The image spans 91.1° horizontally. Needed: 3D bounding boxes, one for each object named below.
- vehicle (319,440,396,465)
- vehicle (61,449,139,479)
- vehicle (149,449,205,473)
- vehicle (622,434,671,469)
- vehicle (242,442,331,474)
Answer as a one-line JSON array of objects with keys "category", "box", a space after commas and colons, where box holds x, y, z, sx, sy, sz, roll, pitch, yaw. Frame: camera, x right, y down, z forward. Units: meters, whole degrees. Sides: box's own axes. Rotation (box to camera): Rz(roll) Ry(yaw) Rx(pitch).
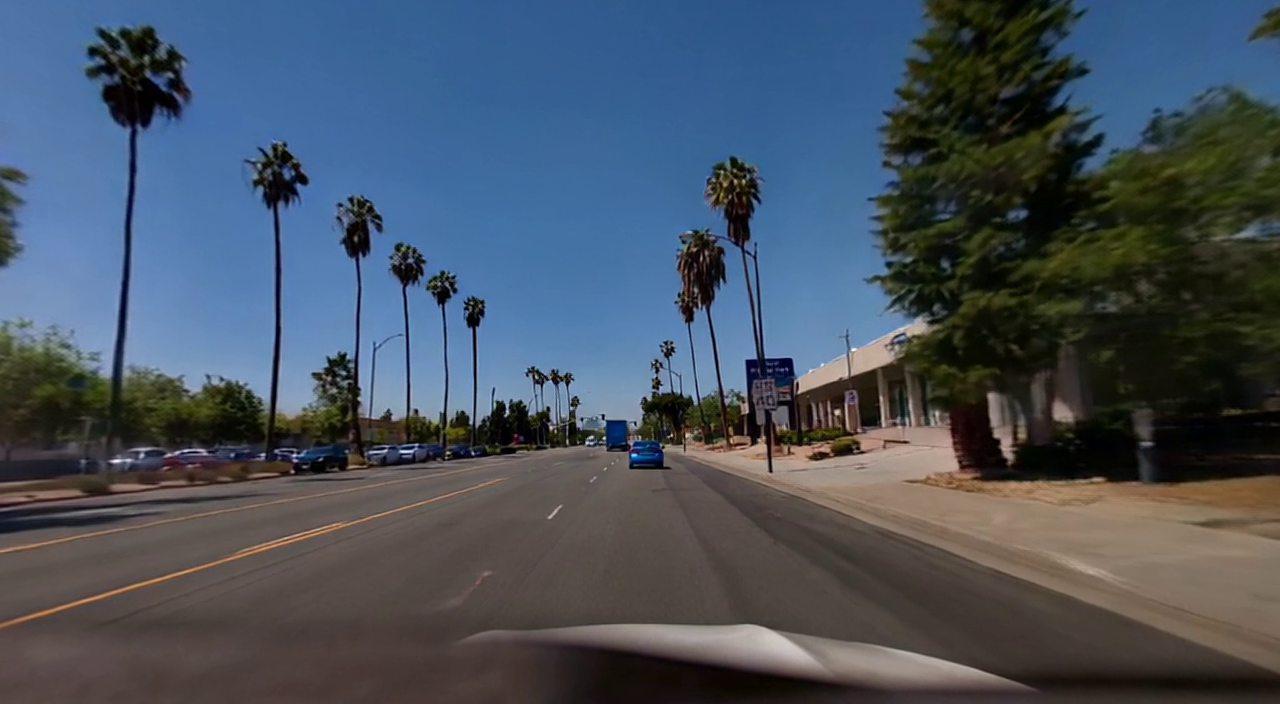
[{"category": "vehicle", "box": [-22.178, 7.893, 49.393, 4.961, 1.894, 2.256, 0, -9, -1]}, {"category": "vehicle", "box": [-35.301, 7.279, 41.043, 4.727, 1.857, 2.136, -5, -10, 28]}, {"category": "vehicle", "box": [-35.016, 8.207, 47.455, 4.157, 1.639, 1.955, -6, -10, 33]}, {"category": "vehicle", "box": [0.242, 4.639, 29.386, 2.144, 1.514, 4.063, 0, -8, -1]}, {"category": "vehicle", "box": [-22.928, 6.868, 40.873, 4.672, 1.665, 1.957, -3, -7, -2]}]
